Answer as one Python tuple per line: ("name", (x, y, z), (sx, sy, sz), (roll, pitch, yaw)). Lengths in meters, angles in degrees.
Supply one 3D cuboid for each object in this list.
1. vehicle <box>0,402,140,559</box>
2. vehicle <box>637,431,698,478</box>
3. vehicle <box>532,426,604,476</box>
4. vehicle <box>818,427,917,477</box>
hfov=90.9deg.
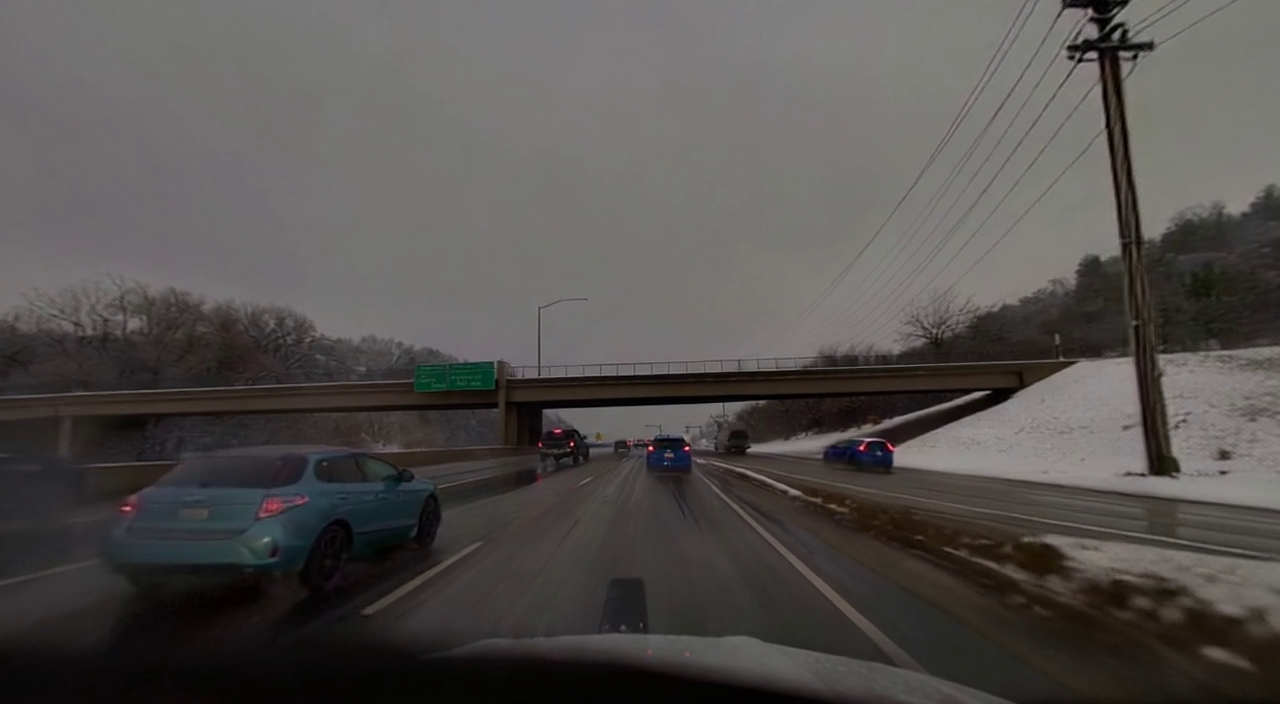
("vehicle", (-8.055, 1.358, 6.507), (2.062, 1.702, 4.587), (0, -8, -1))
("vehicle", (0.982, 3.984, 24.729), (2.193, 1.651, 3.946), (0, -8, 0))
("vehicle", (-2.883, 4.118, 26.414), (2.228, 1.845, 4.847), (-1, -8, 2))
("vehicle", (9.771, 4.351, 27.609), (2.059, 1.938, 4.793), (1, -8, -7))
